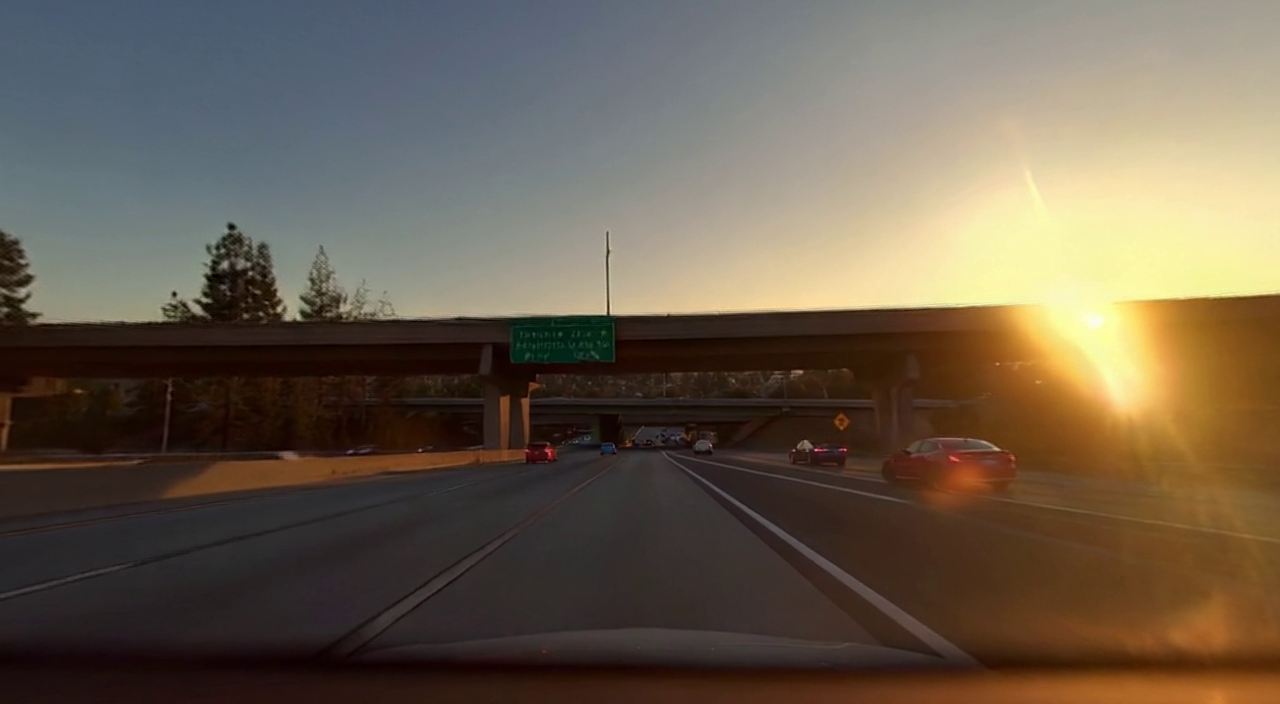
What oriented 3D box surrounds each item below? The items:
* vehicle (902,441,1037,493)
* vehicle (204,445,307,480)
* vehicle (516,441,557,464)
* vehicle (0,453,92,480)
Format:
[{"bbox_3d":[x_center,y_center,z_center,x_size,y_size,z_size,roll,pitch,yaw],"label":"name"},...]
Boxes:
[{"bbox_3d":[10.597,3.688,20.696,2.000,1.515,4.188,0,-8,-3],"label":"vehicle"},{"bbox_3d":[-17.469,5.007,28.957,1.849,1.463,4.400,0,-8,2],"label":"vehicle"},{"bbox_3d":[-6.973,6.833,42.991,1.987,1.486,4.174,0,-8,2],"label":"vehicle"},{"bbox_3d":[-37.182,7.075,39.198,1.896,1.458,4.710,-1,-8,2],"label":"vehicle"}]
